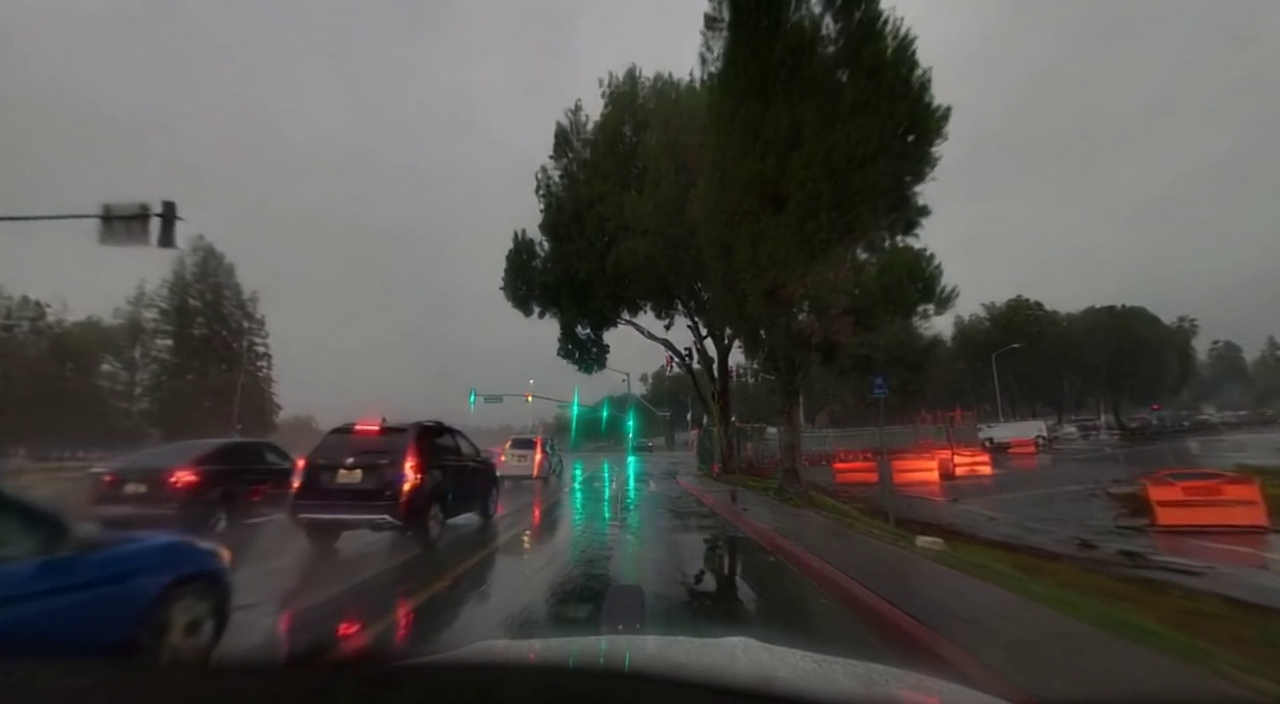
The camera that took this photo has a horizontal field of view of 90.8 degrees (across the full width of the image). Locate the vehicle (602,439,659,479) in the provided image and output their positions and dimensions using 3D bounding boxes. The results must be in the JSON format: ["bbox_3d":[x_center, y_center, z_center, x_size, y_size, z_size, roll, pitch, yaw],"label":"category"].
[{"bbox_3d":[-0.353,4.451,26.405,2.183,1.506,4.286,0,-9,0],"label":"vehicle"}]

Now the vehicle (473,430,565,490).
[{"bbox_3d":[-4.107,3.787,22.432,2.240,1.844,5.043,0,-9,0],"label":"vehicle"}]

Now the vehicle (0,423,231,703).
[{"bbox_3d":[-3.242,0.889,1.329,2.042,1.441,4.172,-2,-9,-1],"label":"vehicle"}]

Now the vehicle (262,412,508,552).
[{"bbox_3d":[-3.997,2.138,11.093,2.236,1.886,4.792,0,-9,1],"label":"vehicle"}]
